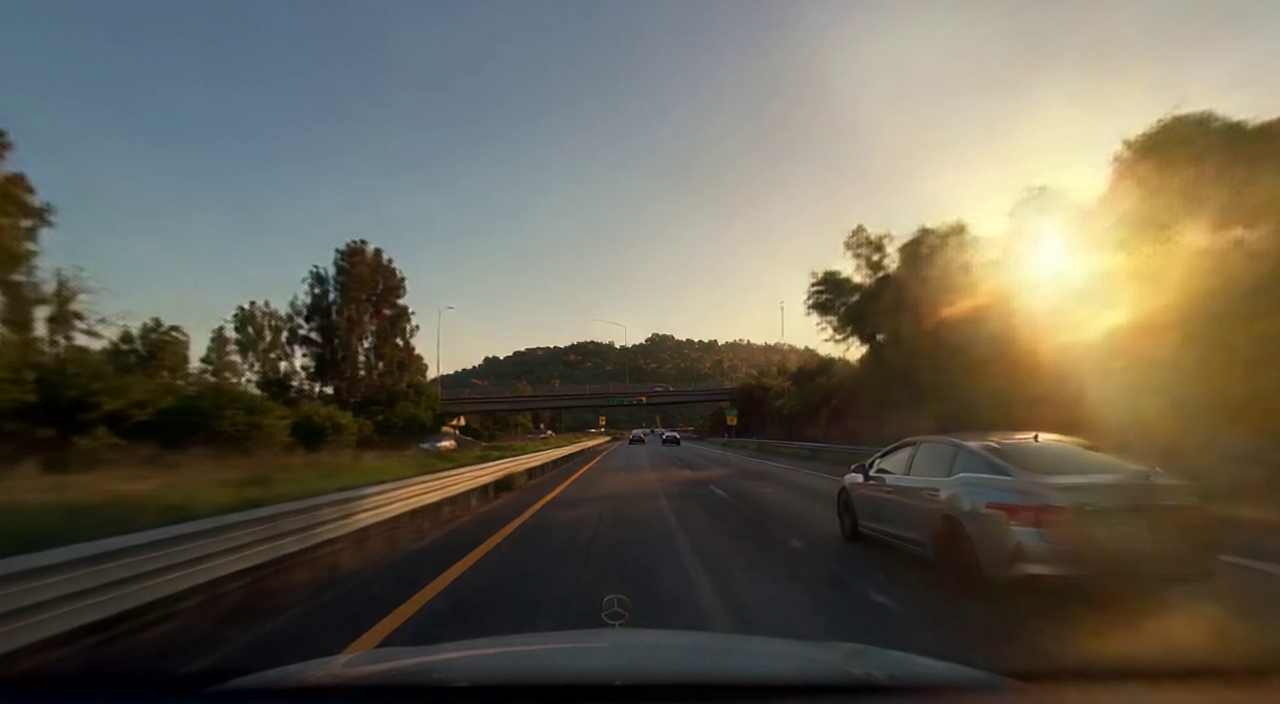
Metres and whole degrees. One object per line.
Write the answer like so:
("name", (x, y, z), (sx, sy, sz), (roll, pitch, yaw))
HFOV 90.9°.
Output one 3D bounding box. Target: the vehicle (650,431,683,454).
("vehicle", (1.819, 6.284, 43.862), (1.981, 1.490, 3.449), (0, -8, -3))
